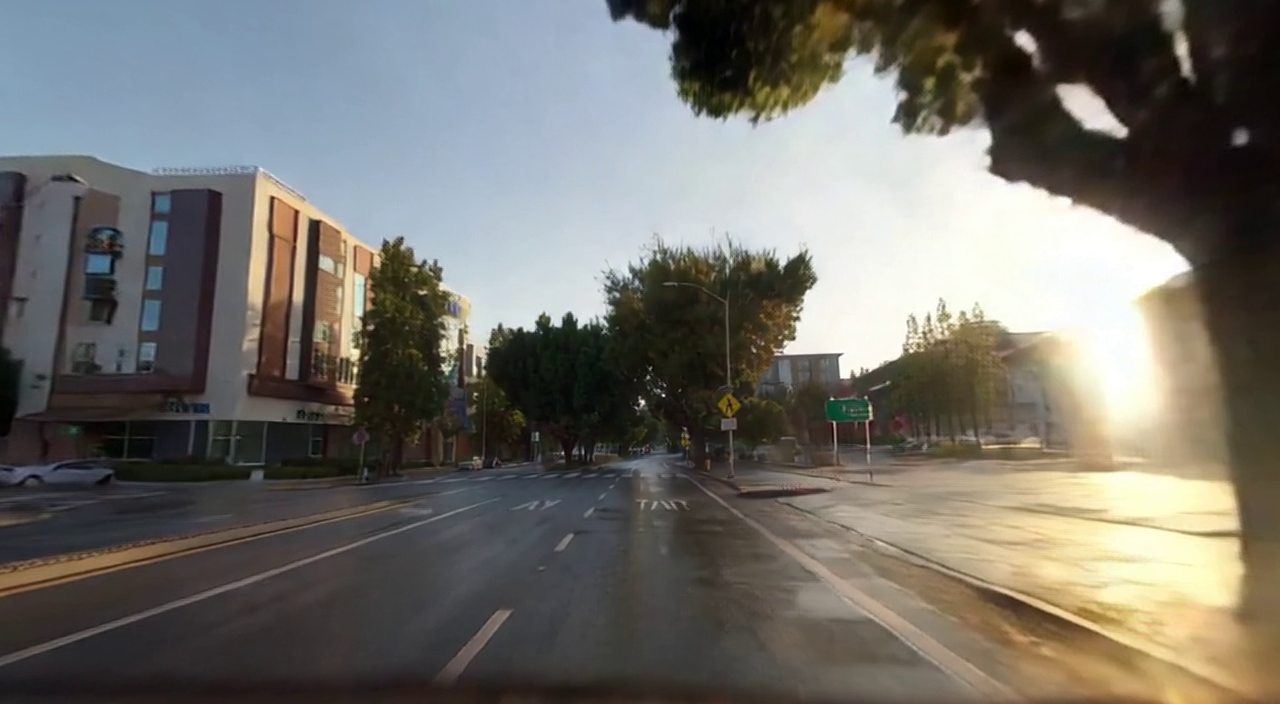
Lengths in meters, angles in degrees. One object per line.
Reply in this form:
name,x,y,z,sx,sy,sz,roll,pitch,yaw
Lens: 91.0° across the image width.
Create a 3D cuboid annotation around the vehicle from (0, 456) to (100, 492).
vehicle,-29.340,5.864,30.157,4.899,1.535,1.926,-1,-10,-6
